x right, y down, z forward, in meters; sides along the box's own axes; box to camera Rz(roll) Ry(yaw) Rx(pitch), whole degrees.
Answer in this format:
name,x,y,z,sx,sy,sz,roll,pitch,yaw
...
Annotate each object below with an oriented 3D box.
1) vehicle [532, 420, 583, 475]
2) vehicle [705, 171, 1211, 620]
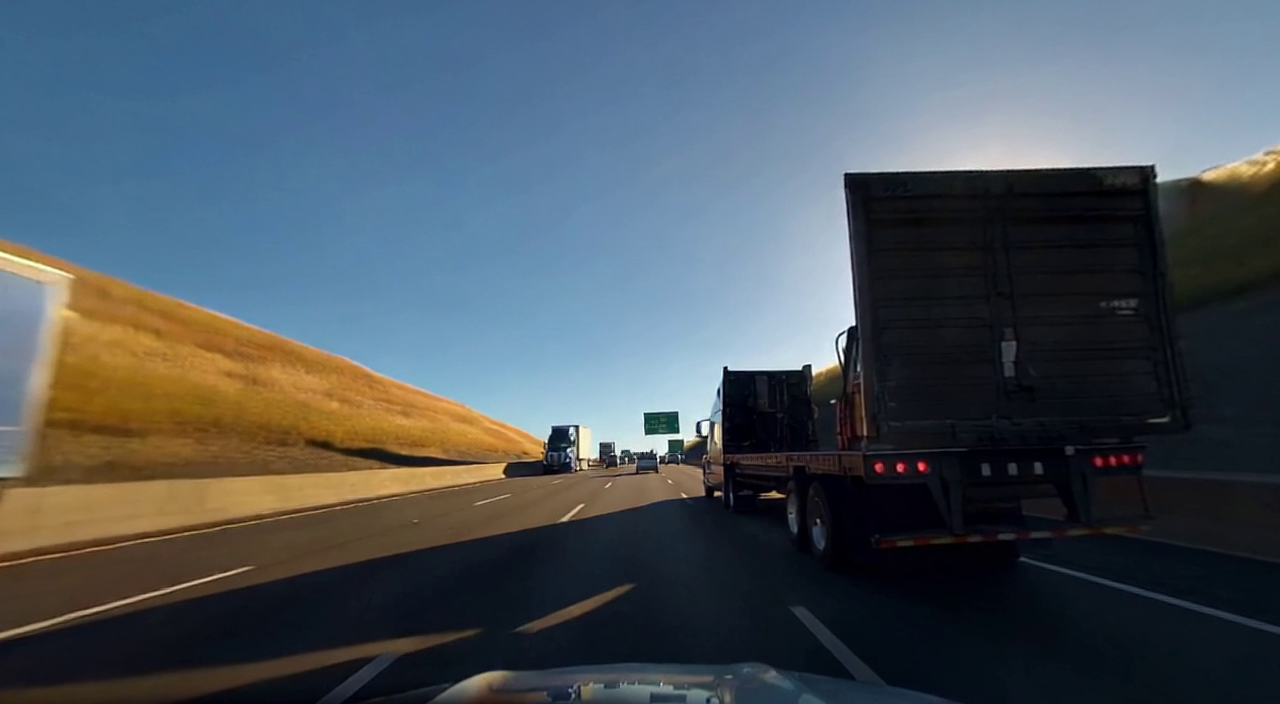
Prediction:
name,x,y,z,sx,sy,sz,roll,pitch,yaw
vehicle,-6.226,7.338,48.525,3.004,3.974,5.891,0,-9,1
vehicle,3.474,1.362,12.644,2.845,4.071,14.008,0,-9,0
